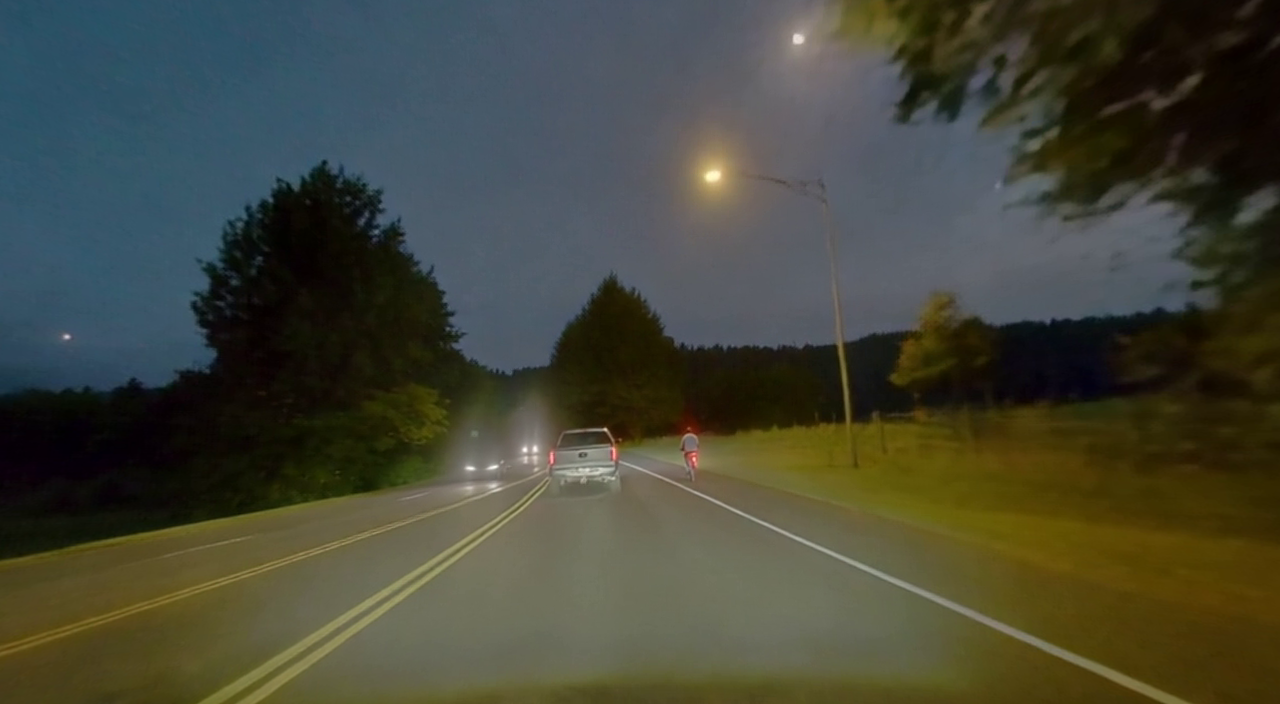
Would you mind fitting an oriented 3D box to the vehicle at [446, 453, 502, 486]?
[{"bbox_3d":[-8.476,5.987,32.604,2.045,1.474,3.956,-1,-8,-3],"label":"vehicle"}]

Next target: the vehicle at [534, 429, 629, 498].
[{"bbox_3d":[-1.762,3.491,20.251,2.631,1.798,5.331,-1,-8,-3],"label":"vehicle"}]
